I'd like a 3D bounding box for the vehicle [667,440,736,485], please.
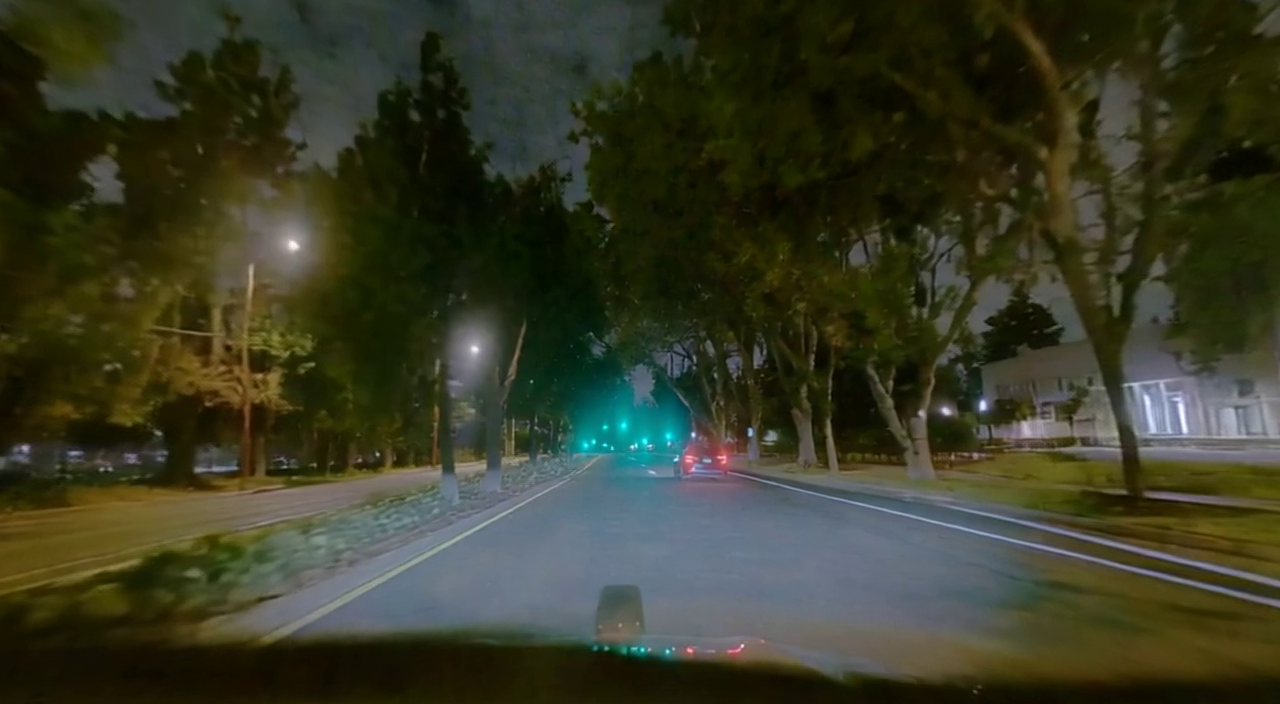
[{"bbox_3d":[2.184,4.087,23.714,1.985,1.529,4.316,0,-9,-2],"label":"vehicle"}]
